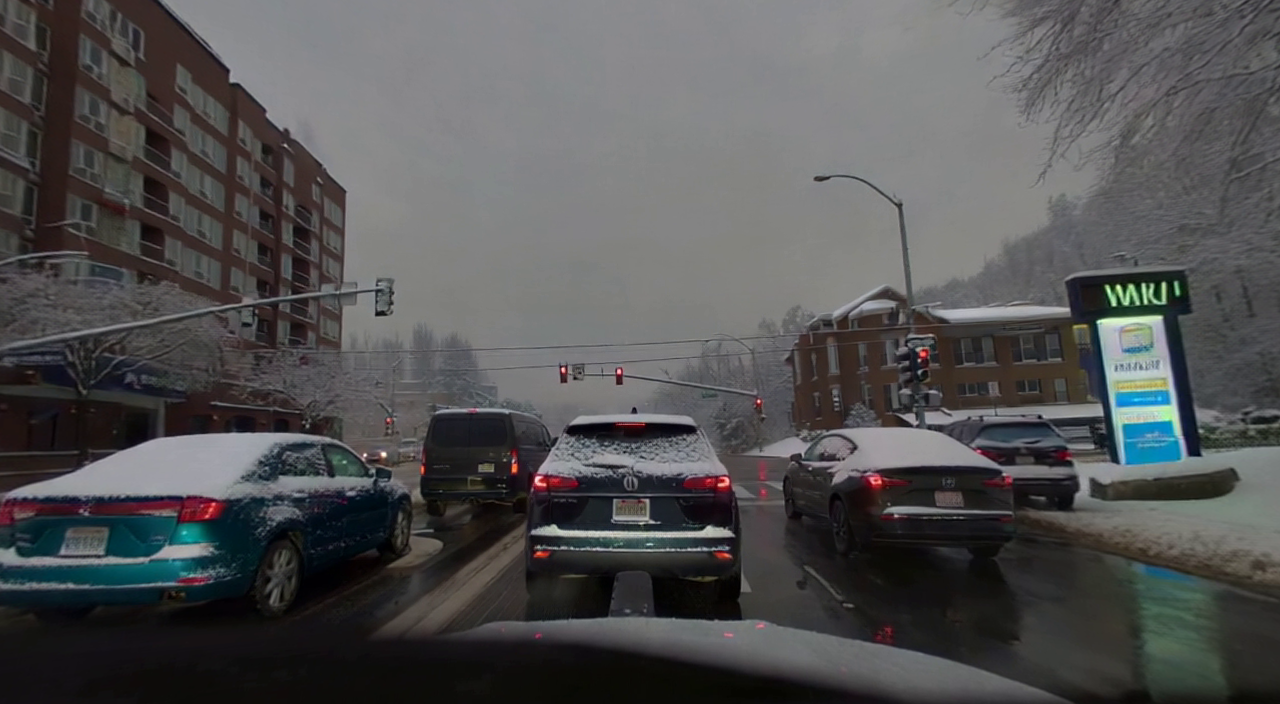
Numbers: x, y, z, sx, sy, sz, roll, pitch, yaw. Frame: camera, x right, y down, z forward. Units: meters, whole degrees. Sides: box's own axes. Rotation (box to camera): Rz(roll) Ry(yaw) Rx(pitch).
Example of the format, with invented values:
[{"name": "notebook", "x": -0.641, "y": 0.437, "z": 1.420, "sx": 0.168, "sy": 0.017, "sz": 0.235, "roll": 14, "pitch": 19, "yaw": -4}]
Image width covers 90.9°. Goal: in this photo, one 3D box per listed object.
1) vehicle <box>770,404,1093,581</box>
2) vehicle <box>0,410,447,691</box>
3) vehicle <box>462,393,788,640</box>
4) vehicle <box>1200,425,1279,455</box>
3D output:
[{"name": "vehicle", "x": 3.215, "y": 1.658, "z": 8.251, "sx": 2.004, "sy": 1.646, "sz": 4.554, "roll": 0, "pitch": -8, "yaw": 0}, {"name": "vehicle", "x": -3.543, "y": 1.426, "z": 5.821, "sx": 1.906, "sy": 1.524, "sz": 4.547, "roll": 0, "pitch": -8, "yaw": 2}, {"name": "vehicle", "x": -0.122, "y": 1.425, "z": 6.474, "sx": 2.195, "sy": 1.662, "sz": 4.262, "roll": 0, "pitch": -8, "yaw": -1}, {"name": "vehicle", "x": 31.784, "y": 4.531, "z": 32.332, "sx": 4.585, "sy": 1.446, "sz": 1.976, "roll": 1, "pitch": -9, "yaw": -9}]
